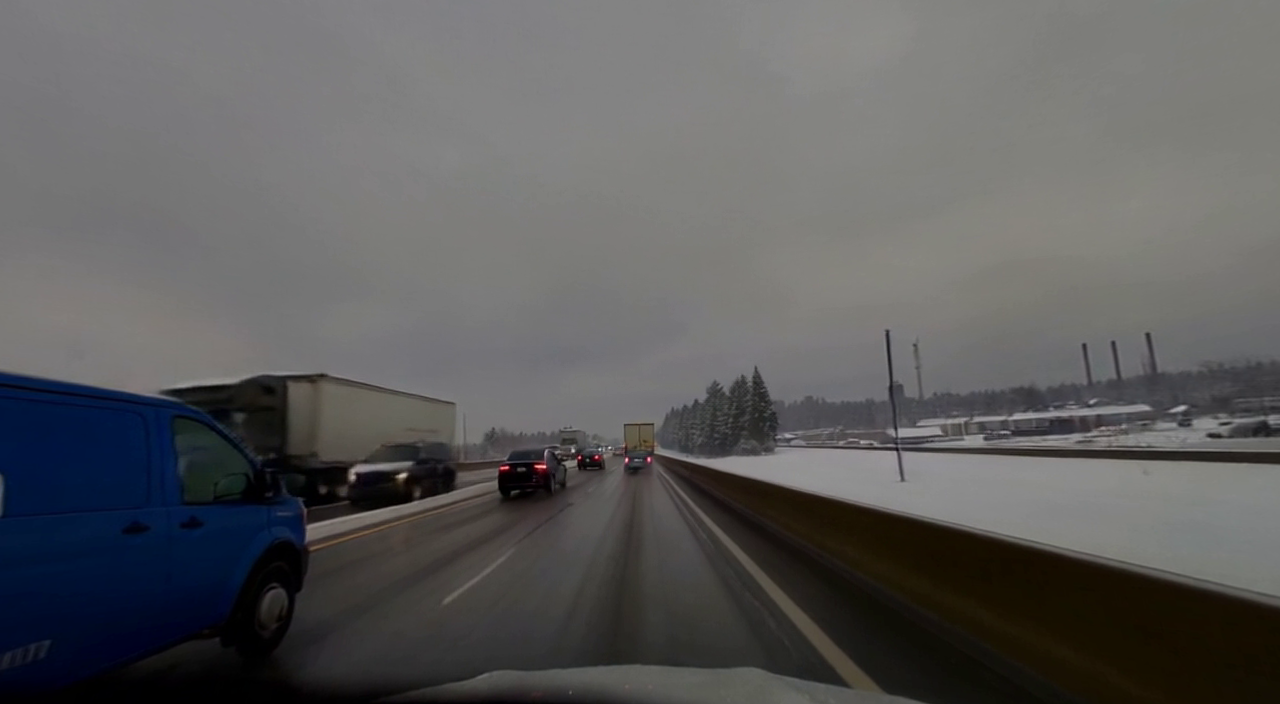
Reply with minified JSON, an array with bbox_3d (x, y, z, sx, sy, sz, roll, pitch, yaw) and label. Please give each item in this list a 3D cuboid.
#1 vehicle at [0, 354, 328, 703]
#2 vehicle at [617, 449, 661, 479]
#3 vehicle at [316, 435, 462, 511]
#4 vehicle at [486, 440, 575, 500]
[{"bbox_3d":[-3.248,0.850,2.052,2.117,1.688,4.582,0,-9,0],"label":"vehicle"},{"bbox_3d":[-0.068,5.579,31.759,2.095,1.393,3.908,0,-9,0],"label":"vehicle"},{"bbox_3d":[-6.674,3.248,17.481,2.043,1.787,4.755,0,-9,0],"label":"vehicle"},{"bbox_3d":[-3.211,3.543,19.343,1.937,1.600,4.141,0,-9,0],"label":"vehicle"}]
